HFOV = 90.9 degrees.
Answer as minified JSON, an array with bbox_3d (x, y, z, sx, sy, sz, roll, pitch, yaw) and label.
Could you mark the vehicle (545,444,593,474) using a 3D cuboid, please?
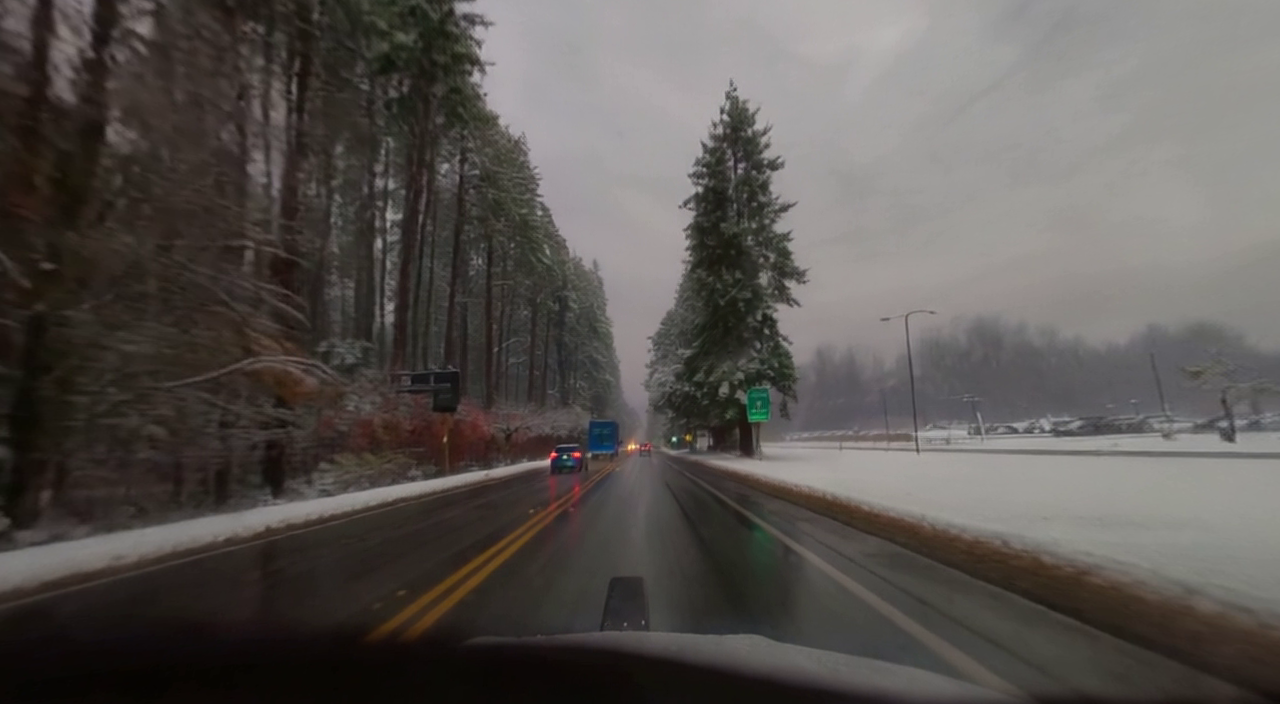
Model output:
[{"bbox_3d":[-3.660,5.576,33.201,2.005,1.462,4.345,0,-9,1],"label":"vehicle"}]
